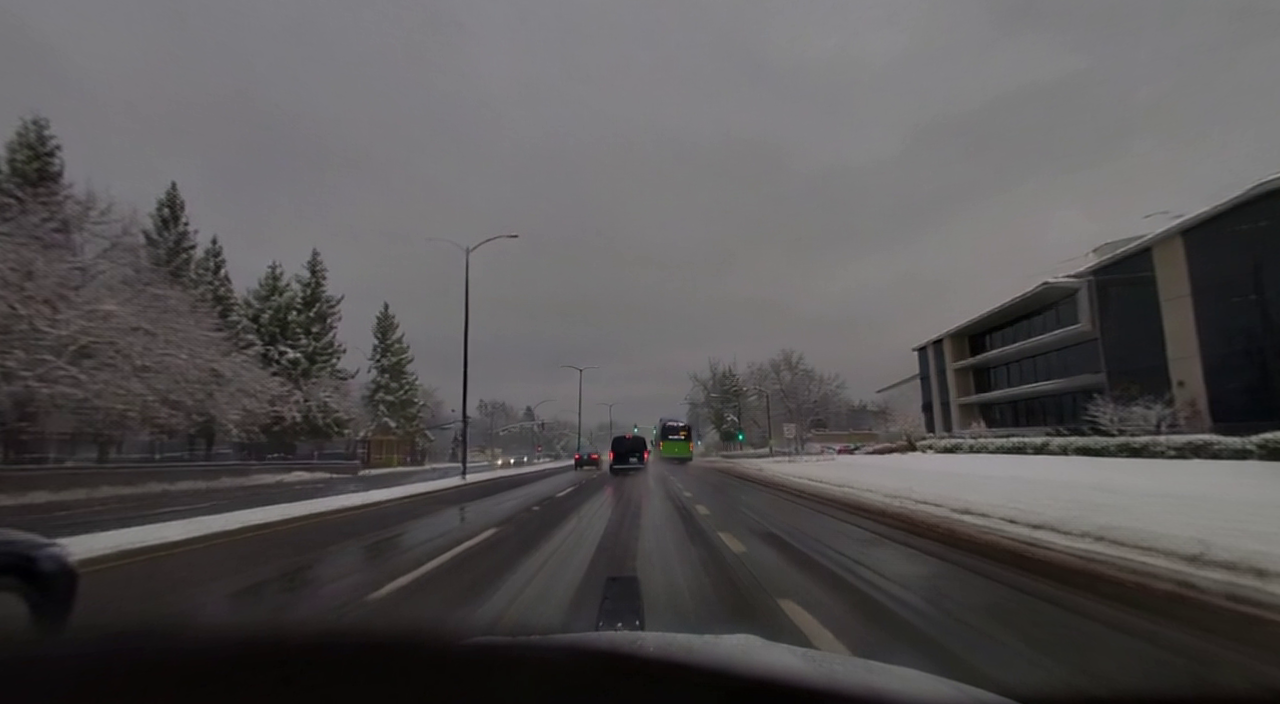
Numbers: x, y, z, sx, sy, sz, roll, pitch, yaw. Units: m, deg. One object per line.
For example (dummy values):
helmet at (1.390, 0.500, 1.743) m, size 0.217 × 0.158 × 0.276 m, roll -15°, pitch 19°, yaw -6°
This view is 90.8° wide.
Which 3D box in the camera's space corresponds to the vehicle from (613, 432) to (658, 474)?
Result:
vehicle at (-0.198, 5.597, 35.067) m, size 2.336 × 2.122 × 5.207 m, roll 0°, pitch -9°, yaw 1°

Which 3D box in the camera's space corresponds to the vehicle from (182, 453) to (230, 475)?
vehicle at (-32.431, 8.335, 47.138) m, size 2.113 × 1.537 × 4.545 m, roll 8°, pitch -12°, yaw -42°
